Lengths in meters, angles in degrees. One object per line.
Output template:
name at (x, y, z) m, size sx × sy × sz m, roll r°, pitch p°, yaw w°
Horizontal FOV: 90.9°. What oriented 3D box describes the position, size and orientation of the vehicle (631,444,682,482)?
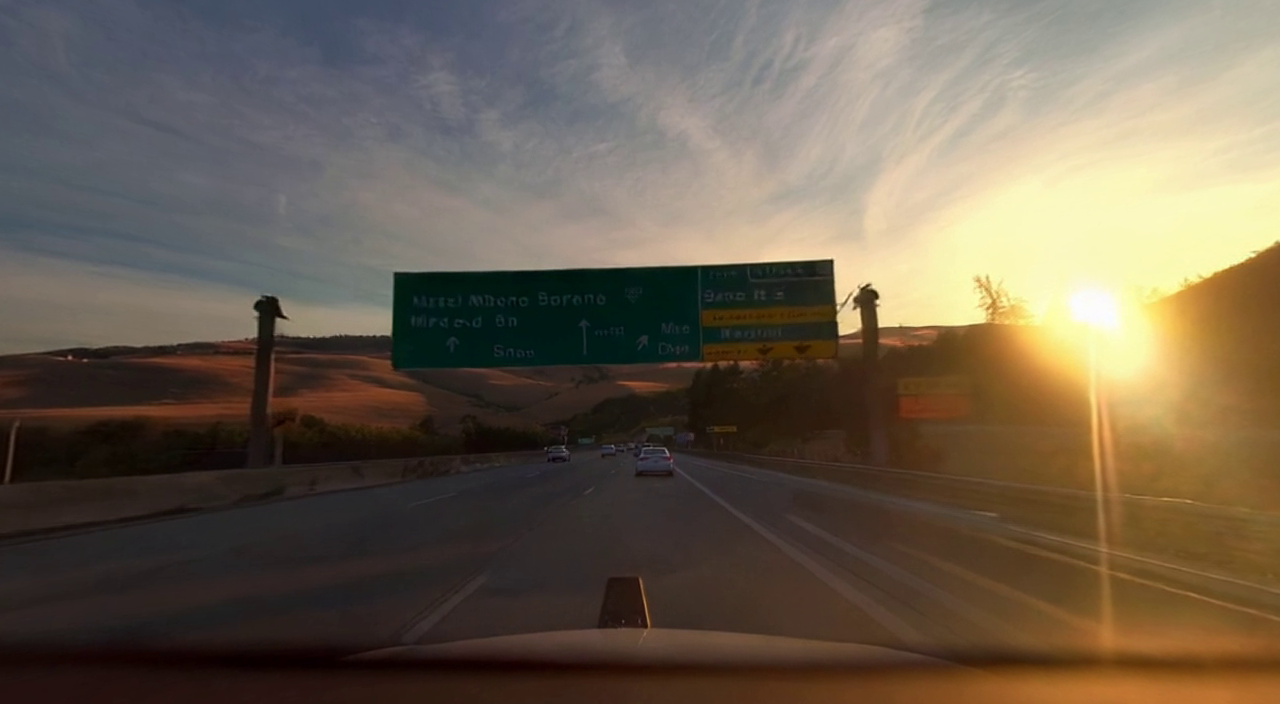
vehicle at (0.681, 4.744, 27.248) m, size 2.019 × 1.475 × 4.301 m, roll -1°, pitch -9°, yaw 0°
